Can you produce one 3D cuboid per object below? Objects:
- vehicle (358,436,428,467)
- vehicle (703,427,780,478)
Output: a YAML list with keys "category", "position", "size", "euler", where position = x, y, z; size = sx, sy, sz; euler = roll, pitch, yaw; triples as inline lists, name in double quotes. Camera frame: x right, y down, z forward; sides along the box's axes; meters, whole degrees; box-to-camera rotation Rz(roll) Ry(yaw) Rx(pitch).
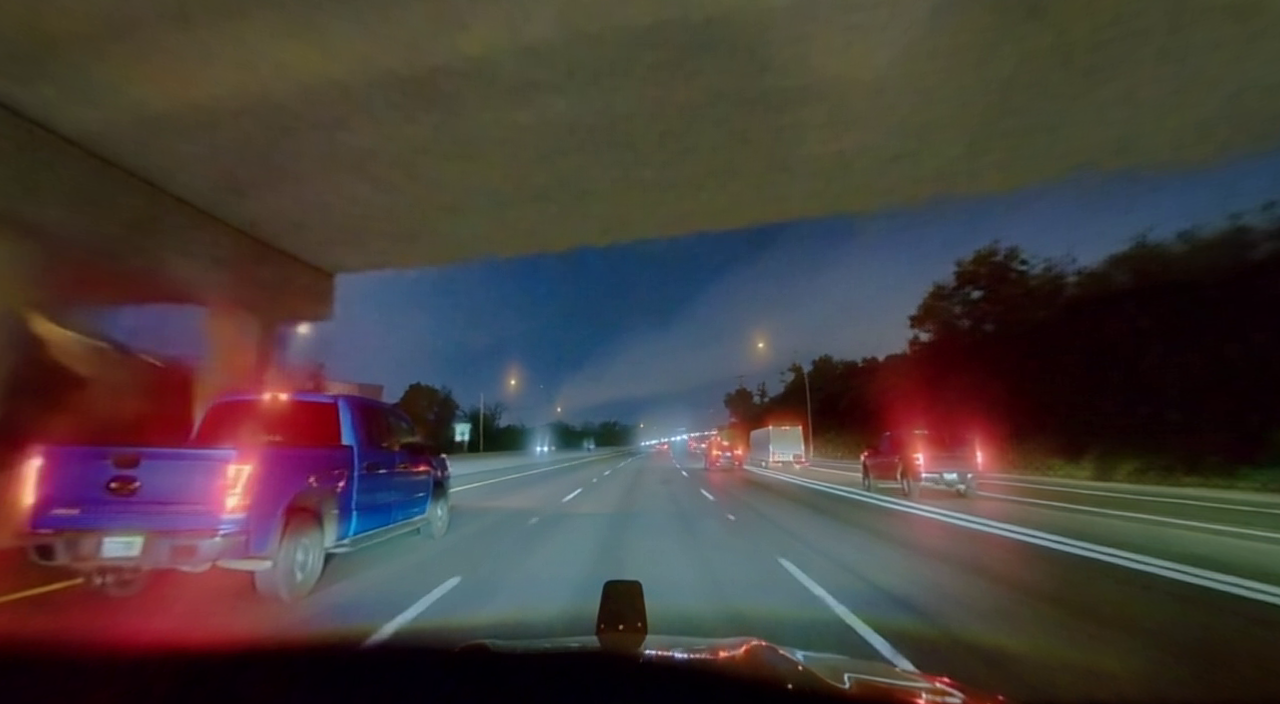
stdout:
- category: "vehicle"
  position: [-14.768, 5.993, 38.043]
  size: [2.079, 1.715, 4.875]
  euler: [0, -9, 2]
- category: "vehicle"
  position: [4.386, 4.500, 28.372]
  size: [2.505, 2.020, 5.532]
  euler: [0, -9, 0]
